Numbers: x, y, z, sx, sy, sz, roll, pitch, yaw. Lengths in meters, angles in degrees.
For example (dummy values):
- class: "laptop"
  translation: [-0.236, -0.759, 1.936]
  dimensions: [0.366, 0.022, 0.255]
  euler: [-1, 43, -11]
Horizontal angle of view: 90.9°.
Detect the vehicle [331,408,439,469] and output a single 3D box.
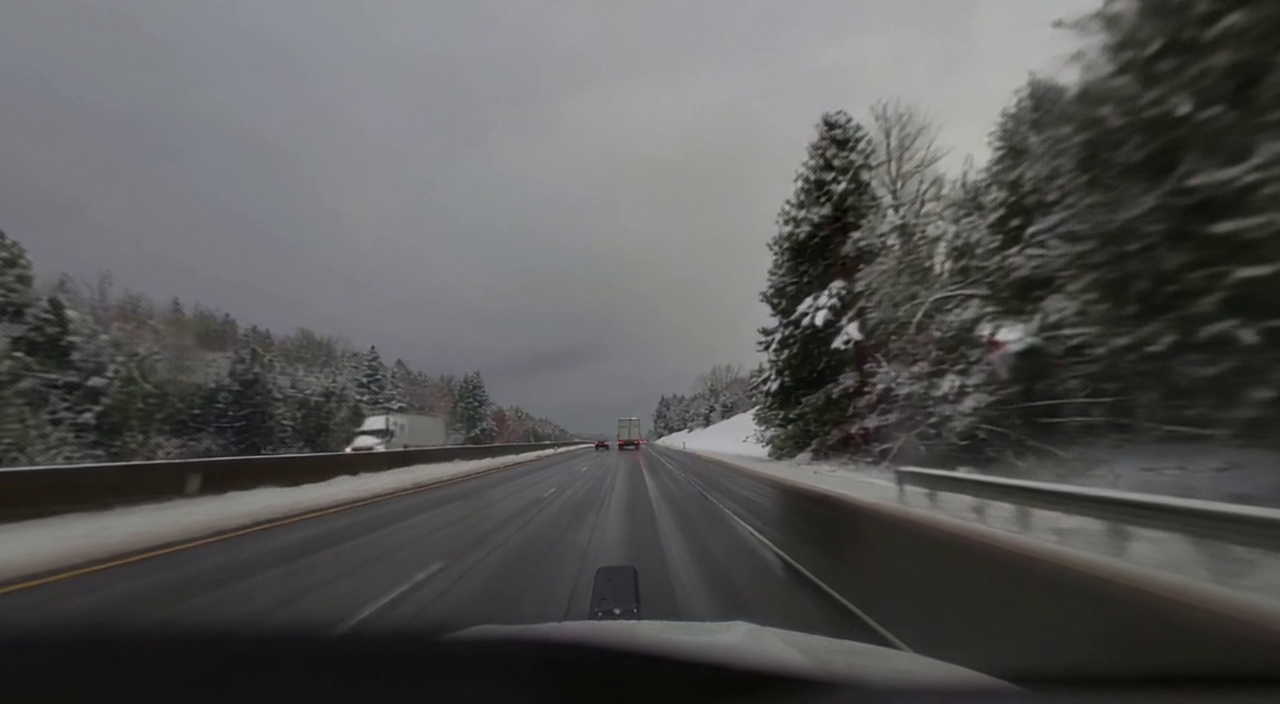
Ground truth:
- class: "vehicle"
  translation: [-17.413, 6.061, 44.345]
  dimensions: [3.033, 3.711, 11.259]
  euler: [0, -8, -1]
